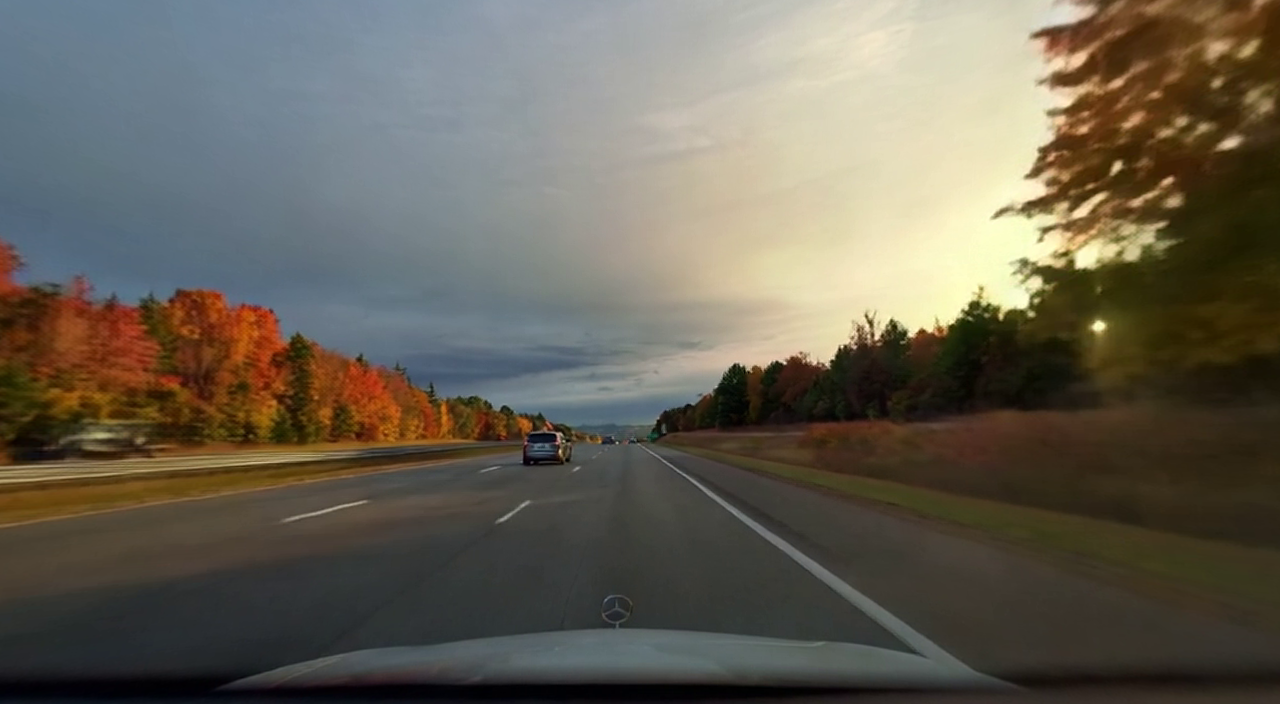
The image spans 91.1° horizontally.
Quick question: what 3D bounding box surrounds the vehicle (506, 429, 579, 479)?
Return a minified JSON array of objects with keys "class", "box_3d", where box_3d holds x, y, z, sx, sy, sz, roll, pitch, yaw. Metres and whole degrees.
[{"class":"vehicle","box_3d":[-3.531,3.779,23.600,2.057,1.666,4.552,0,-8,-1]}]
